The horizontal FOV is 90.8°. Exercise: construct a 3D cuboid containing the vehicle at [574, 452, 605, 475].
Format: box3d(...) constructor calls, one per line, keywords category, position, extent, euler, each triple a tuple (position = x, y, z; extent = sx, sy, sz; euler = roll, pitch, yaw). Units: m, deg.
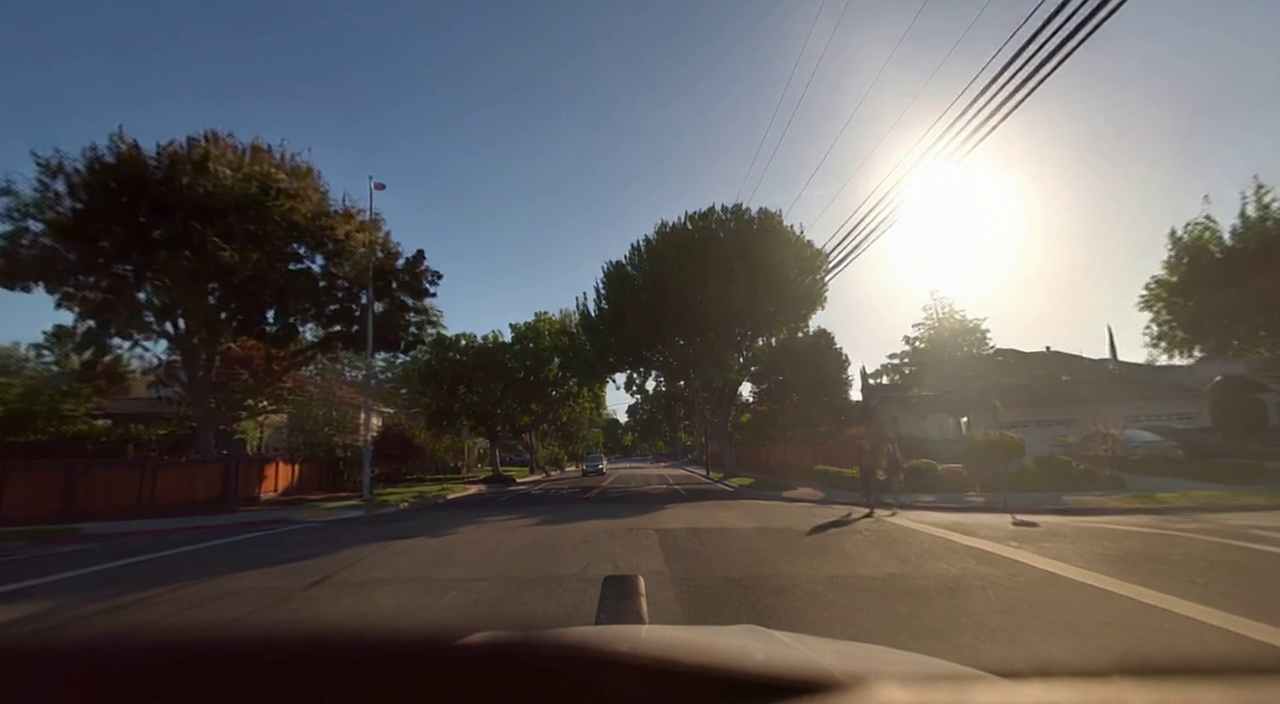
box3d(category="vehicle", position=(-3.762, 8.392, 47.711), extent=(1.935, 1.595, 3.972), euler=(0, -8, 1))
